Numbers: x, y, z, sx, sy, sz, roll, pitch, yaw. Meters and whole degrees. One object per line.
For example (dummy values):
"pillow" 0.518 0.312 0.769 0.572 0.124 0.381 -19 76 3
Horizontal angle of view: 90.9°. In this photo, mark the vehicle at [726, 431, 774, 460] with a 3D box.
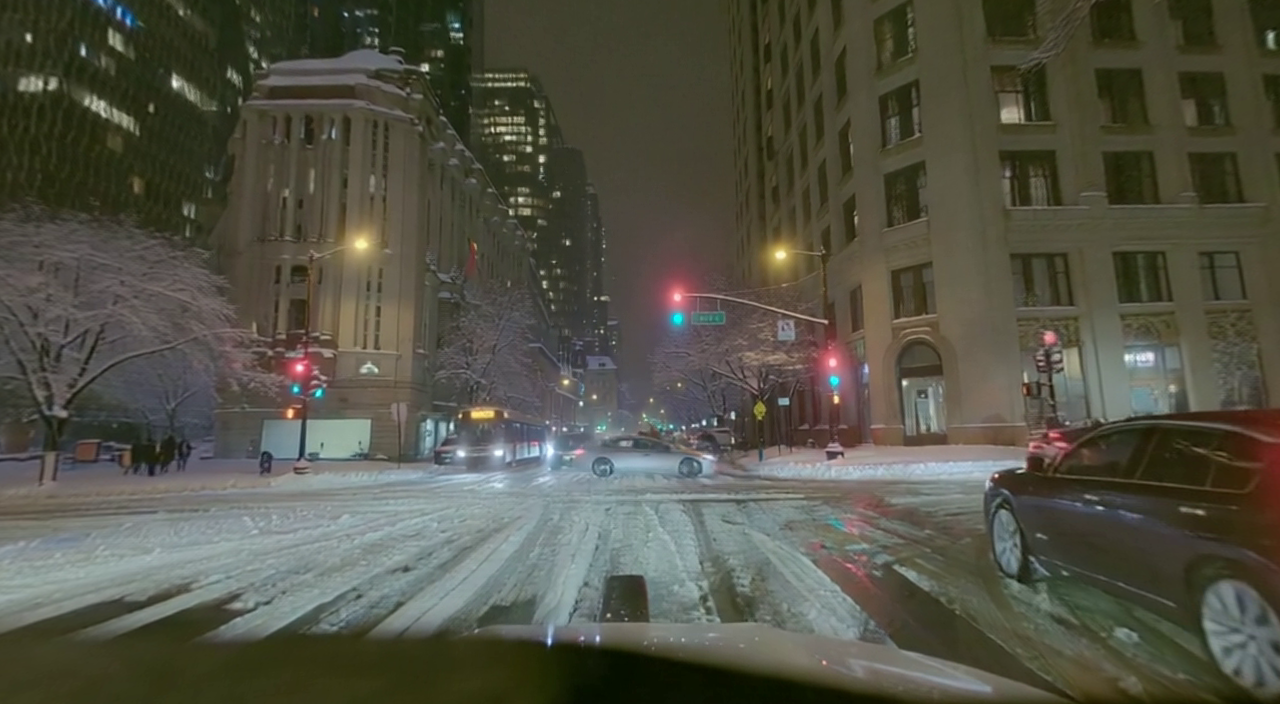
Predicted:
"vehicle" 6.273 5.386 36.382 1.926 1.574 3.961 0 -8 -2

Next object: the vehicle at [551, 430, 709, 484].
"vehicle" -0.480 3.291 20.125 2.050 1.465 5.388 7 -11 -40

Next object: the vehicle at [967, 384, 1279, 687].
"vehicle" 4.447 1.189 5.110 2.006 1.495 4.271 -2 -8 11

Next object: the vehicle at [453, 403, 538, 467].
"vehicle" -8.674 5.245 39.369 2.916 3.427 10.189 0 -8 0

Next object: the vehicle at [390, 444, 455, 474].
"vehicle" -11.919 5.845 34.811 1.998 1.505 4.405 0 -8 0
